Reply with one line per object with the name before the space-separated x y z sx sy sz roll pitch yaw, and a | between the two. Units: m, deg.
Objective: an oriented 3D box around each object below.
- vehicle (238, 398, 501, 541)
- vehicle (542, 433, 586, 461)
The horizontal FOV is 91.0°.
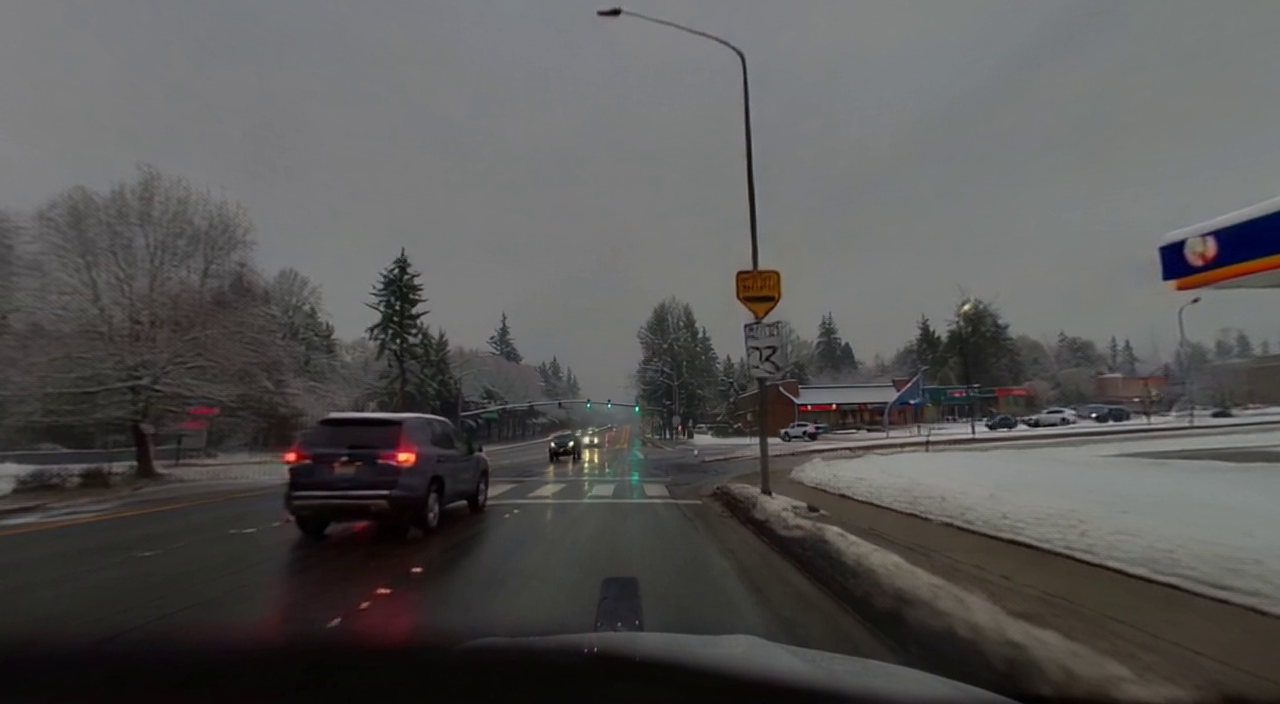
vehicle | -3.979 1.839 10.382 2.306 1.815 4.476 0 -8 0
vehicle | -4.437 5.650 37.397 2.060 1.580 3.980 0 -8 1
